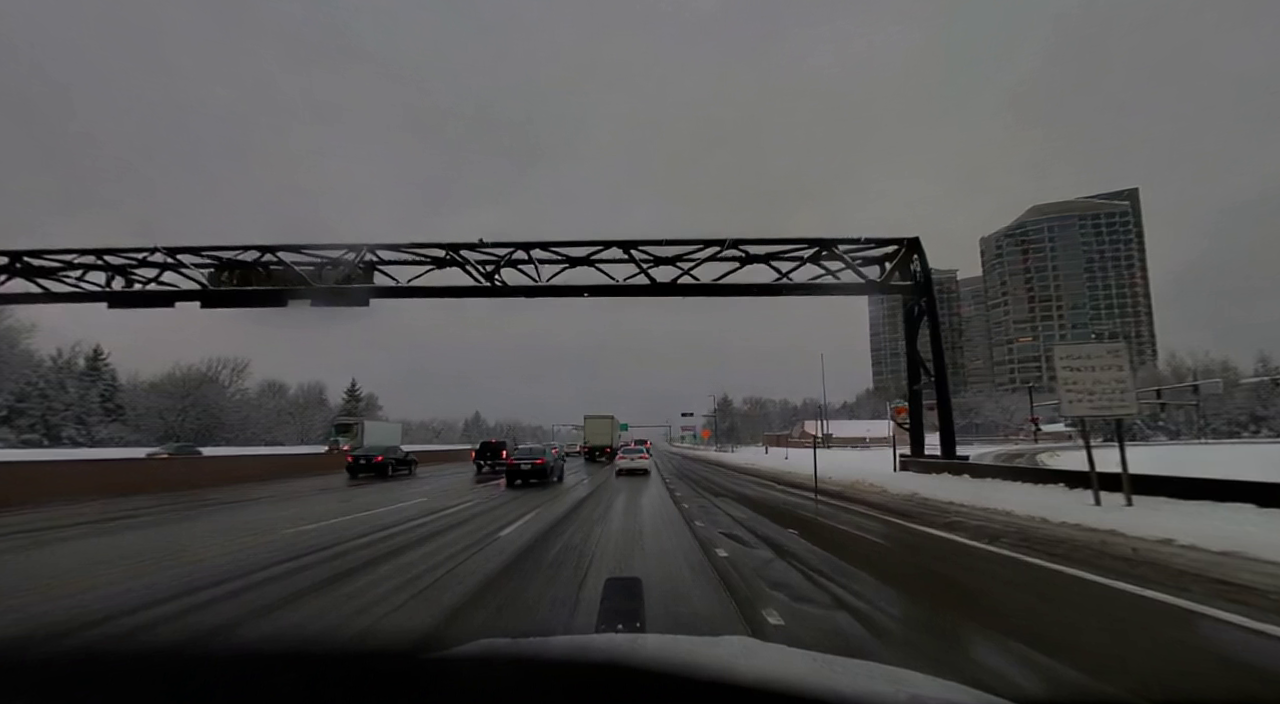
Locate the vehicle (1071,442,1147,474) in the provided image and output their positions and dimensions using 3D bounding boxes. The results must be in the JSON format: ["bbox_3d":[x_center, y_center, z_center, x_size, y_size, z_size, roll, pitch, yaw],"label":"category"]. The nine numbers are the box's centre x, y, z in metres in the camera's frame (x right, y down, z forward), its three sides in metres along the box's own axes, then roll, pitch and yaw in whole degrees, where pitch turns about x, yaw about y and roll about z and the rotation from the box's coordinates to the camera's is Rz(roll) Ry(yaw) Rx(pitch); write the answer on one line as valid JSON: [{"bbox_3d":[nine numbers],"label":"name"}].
[{"bbox_3d":[24.580,5.545,33.186,2.059,1.507,4.352,-3,-9,21],"label":"vehicle"}]

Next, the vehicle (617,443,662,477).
[{"bbox_3d":[-0.045,5.084,29.979,1.991,1.488,3.922,0,-9,0],"label":"vehicle"}]

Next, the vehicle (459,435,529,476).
[{"bbox_3d":[-6.910,4.954,30.376,2.190,1.821,4.800,0,-9,1],"label":"vehicle"}]

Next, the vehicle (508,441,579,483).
[{"bbox_3d":[-3.694,4.306,24.906,2.016,1.497,4.235,0,-9,1],"label":"vehicle"}]

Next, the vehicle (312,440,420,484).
[{"bbox_3d":[-10.450,4.220,24.481,1.987,1.495,4.710,0,-9,1],"label":"vehicle"}]
